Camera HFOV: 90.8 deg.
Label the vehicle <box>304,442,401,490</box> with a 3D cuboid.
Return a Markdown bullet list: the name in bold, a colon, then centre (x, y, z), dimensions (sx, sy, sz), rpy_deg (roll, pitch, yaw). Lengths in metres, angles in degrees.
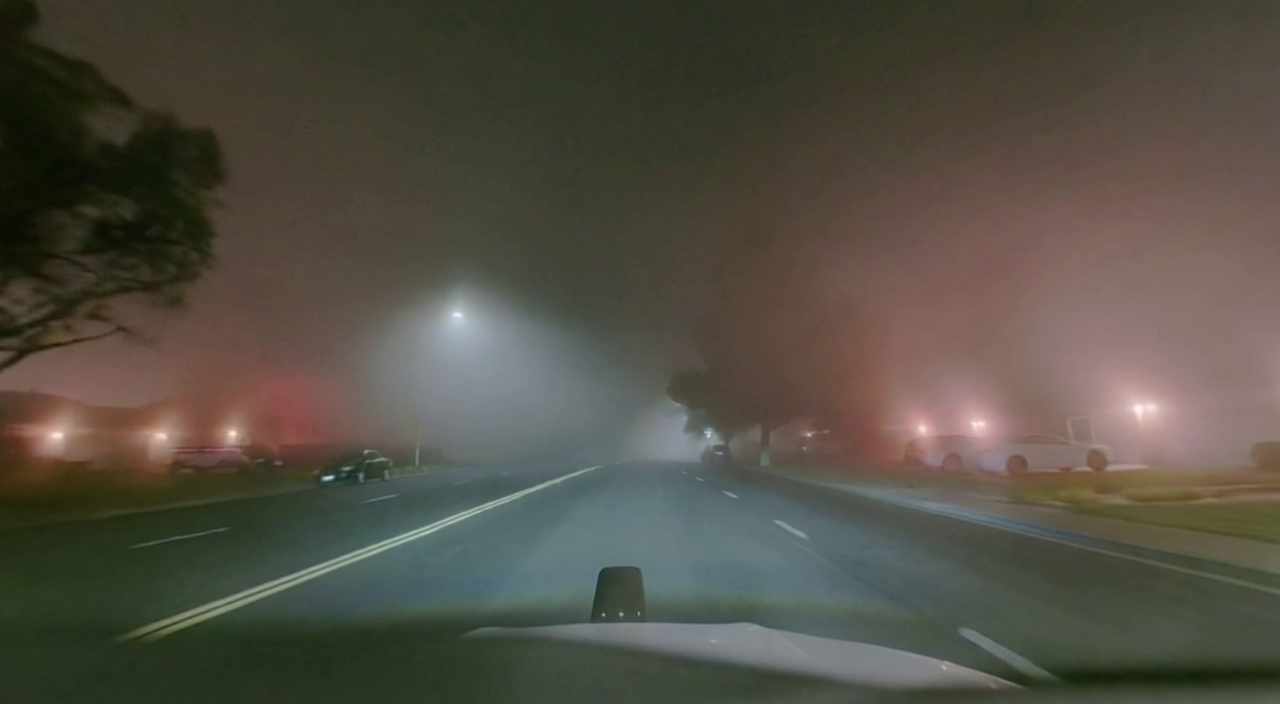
- **vehicle**: centre (-11.456, 4.569, 25.527), dimensions (2.020, 1.691, 4.308), rpy_deg (-1, -10, -2)

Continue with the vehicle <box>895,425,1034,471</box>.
- **vehicle**: centre (13.966, 4.177, 27.461), dimensions (4.763, 1.816, 2.227), rpy_deg (-2, -9, 2)

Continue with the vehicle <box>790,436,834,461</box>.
- **vehicle**: centre (13.309, 7.532, 49.151), dimensions (1.978, 1.738, 4.734), rpy_deg (-2, -9, -1)

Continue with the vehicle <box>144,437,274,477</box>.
- **vehicle**: centre (-21.251, 5.181, 31.328), dimensions (4.830, 1.857, 2.183), rpy_deg (0, -9, 2)

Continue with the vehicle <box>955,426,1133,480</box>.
- **vehicle**: centre (14.089, 3.568, 22.291), dimensions (4.775, 1.524, 1.983), rpy_deg (-4, -9, 3)
